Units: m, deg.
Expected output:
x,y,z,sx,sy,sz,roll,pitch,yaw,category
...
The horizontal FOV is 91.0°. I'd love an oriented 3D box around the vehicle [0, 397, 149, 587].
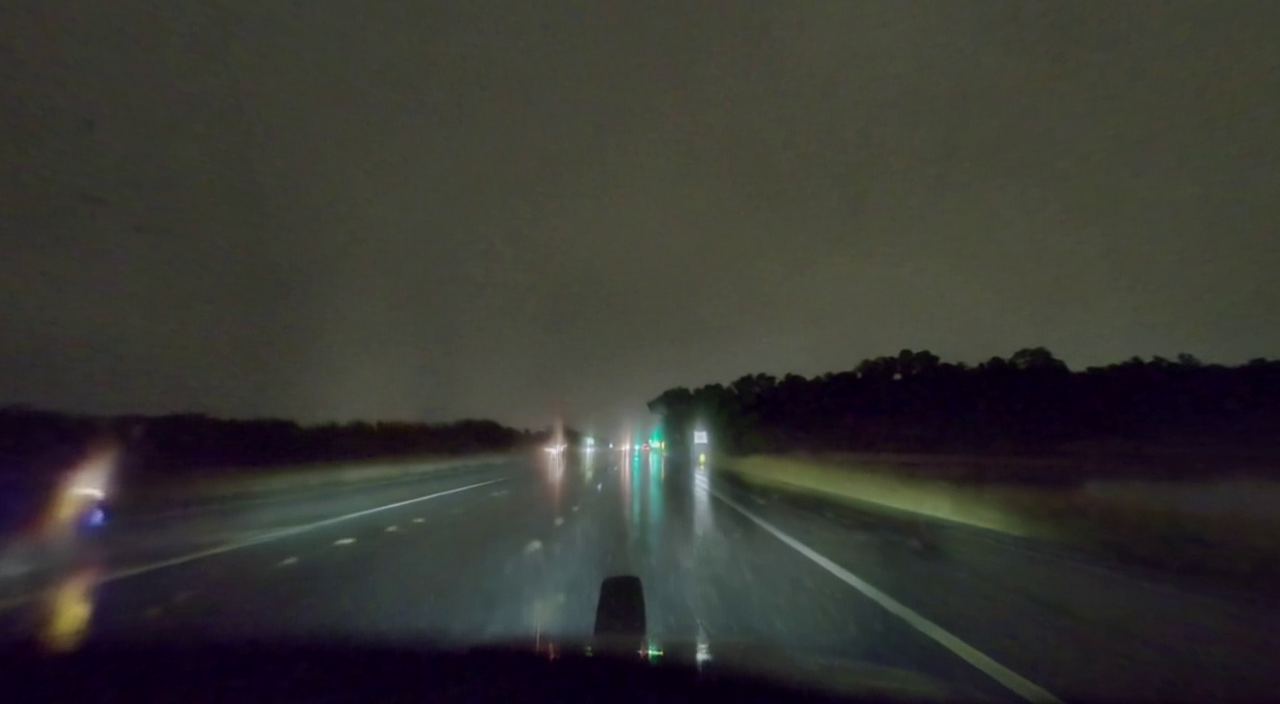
x,y,z,sx,sy,sz,roll,pitch,yaw,category
-6.831,1.146,4.930,2.109,1.692,4.712,0,-9,0,vehicle
